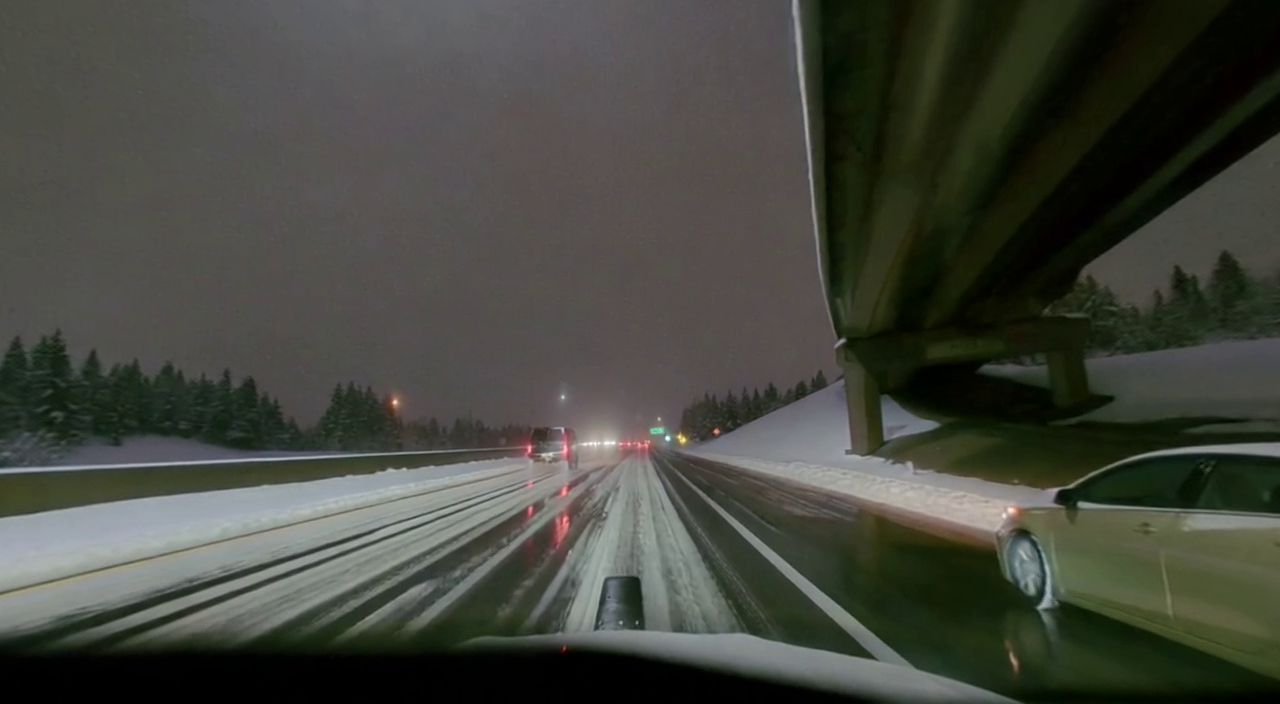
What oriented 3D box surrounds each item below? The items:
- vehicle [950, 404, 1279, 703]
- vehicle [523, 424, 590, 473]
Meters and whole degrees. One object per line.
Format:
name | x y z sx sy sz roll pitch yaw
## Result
vehicle | 3.652 1.036 2.850 2.047 1.532 4.884 0 -9 0
vehicle | -4.037 4.877 31.829 2.496 2.203 6.317 0 -9 0
